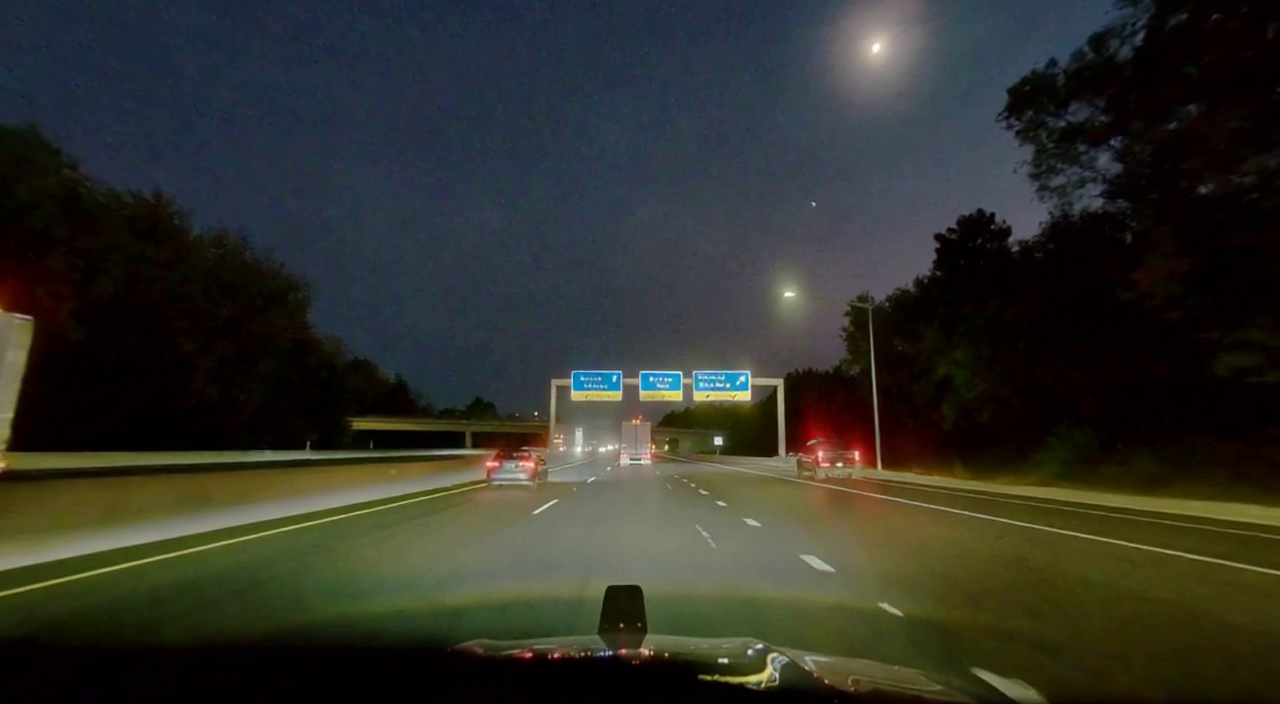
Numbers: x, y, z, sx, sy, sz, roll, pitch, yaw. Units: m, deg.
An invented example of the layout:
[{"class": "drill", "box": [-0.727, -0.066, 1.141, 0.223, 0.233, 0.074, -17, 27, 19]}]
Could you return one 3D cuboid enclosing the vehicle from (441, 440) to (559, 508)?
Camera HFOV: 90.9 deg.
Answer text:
[{"class": "vehicle", "box": [-3.478, 3.126, 16.644, 2.042, 1.526, 4.516, 0, -9, 0]}]
